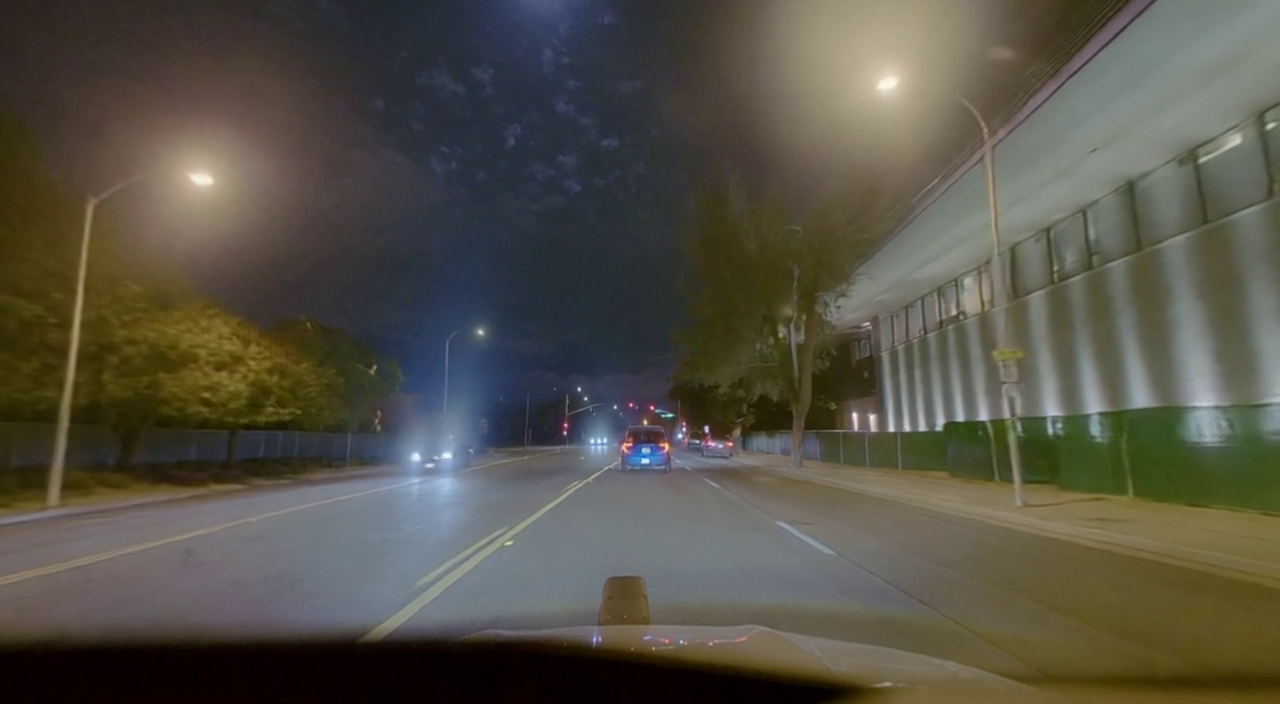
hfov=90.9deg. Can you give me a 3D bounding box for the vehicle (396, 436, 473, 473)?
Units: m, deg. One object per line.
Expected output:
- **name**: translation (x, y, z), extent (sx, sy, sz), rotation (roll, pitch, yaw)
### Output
- **vehicle**: translation (-8.997, 4.528, 28.101), extent (2.028, 1.502, 4.646), rotation (0, -8, -2)

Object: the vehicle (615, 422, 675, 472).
- **vehicle**: translation (0.228, 4.043, 26.938), extent (2.386, 1.947, 4.168), rotation (-1, -8, 1)

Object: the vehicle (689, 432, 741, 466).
- **vehicle**: translation (3.975, 5.250, 34.167), extent (2.138, 1.699, 4.852), rotation (0, -8, -1)
